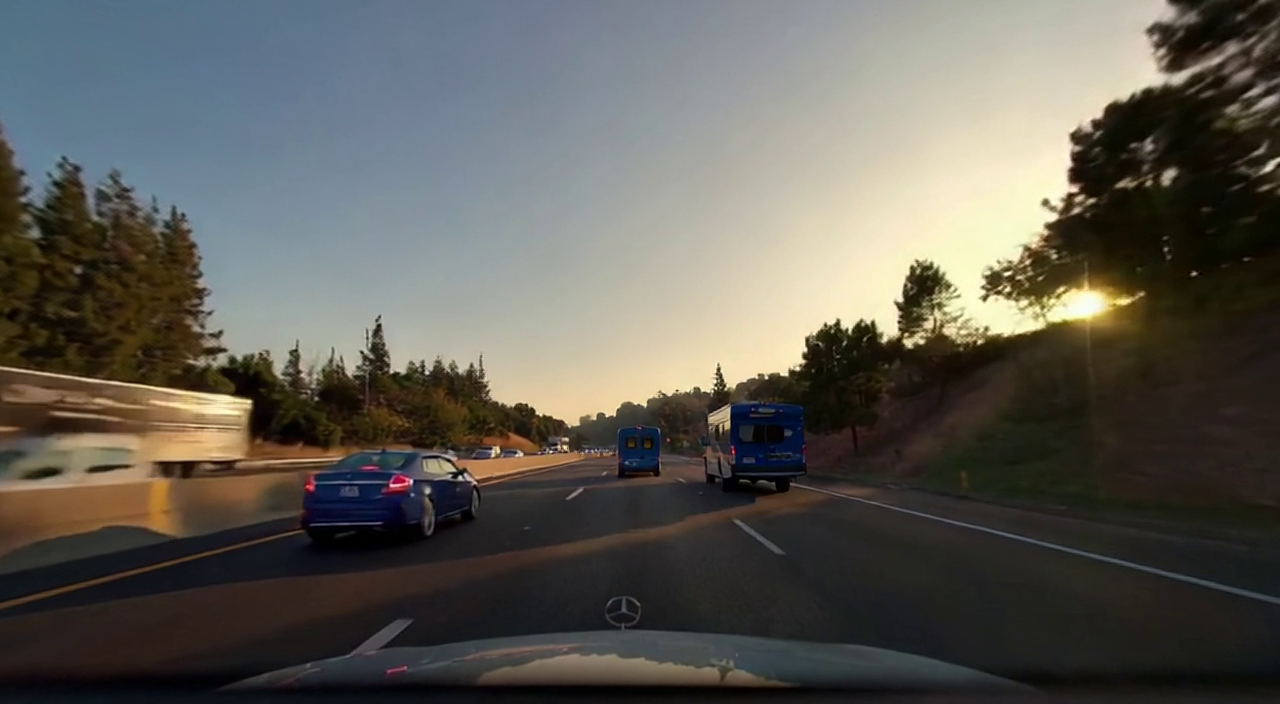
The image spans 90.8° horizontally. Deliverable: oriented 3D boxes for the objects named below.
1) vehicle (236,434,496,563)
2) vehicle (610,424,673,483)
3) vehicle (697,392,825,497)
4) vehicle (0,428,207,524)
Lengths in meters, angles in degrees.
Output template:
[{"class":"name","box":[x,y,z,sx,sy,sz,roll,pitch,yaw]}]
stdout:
[{"class":"vehicle","box":[-3.756,2.089,9.764,1.959,1.502,4.559,0,-9,0]},{"class":"vehicle","box":[0.025,4.468,27.875,2.524,2.310,4.986,0,-9,-1]},{"class":"vehicle","box":[3.703,3.153,21.337,2.607,2.910,7.252,0,-9,-2]},{"class":"vehicle","box":[-11.801,2.556,13.511,1.961,1.697,4.316,0,-9,0]}]
